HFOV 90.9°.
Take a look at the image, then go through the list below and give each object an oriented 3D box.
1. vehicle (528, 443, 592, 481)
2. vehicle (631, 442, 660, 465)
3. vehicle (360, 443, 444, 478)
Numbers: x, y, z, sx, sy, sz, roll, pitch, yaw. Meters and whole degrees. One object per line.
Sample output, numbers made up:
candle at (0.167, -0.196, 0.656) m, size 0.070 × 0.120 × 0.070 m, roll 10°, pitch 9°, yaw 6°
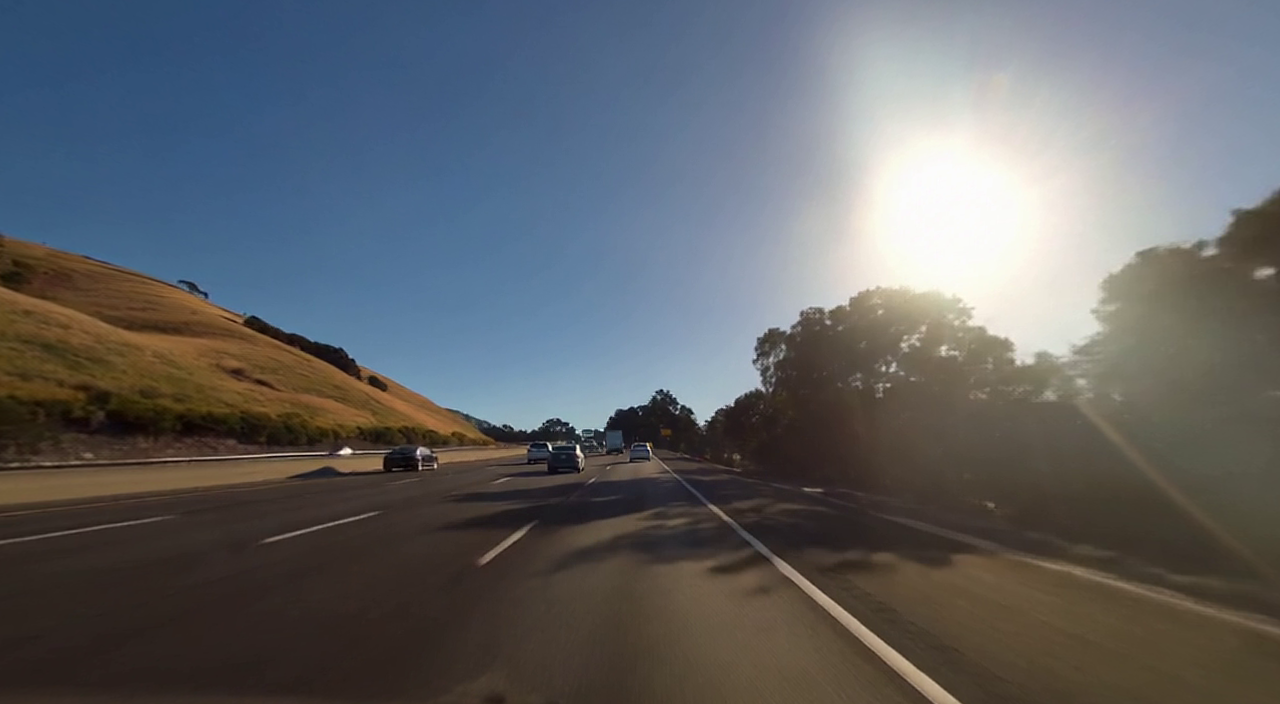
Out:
vehicle at (-3.352, 4.719, 27.448) m, size 2.080 × 1.505 × 4.649 m, roll -1°, pitch -8°, yaw 1°
vehicle at (0.433, 7.680, 47.929) m, size 2.138 × 1.674 × 4.044 m, roll -1°, pitch -8°, yaw 1°
vehicle at (-10.952, 5.016, 29.455) m, size 1.945 × 1.466 × 4.947 m, roll -1°, pitch -8°, yaw 1°
